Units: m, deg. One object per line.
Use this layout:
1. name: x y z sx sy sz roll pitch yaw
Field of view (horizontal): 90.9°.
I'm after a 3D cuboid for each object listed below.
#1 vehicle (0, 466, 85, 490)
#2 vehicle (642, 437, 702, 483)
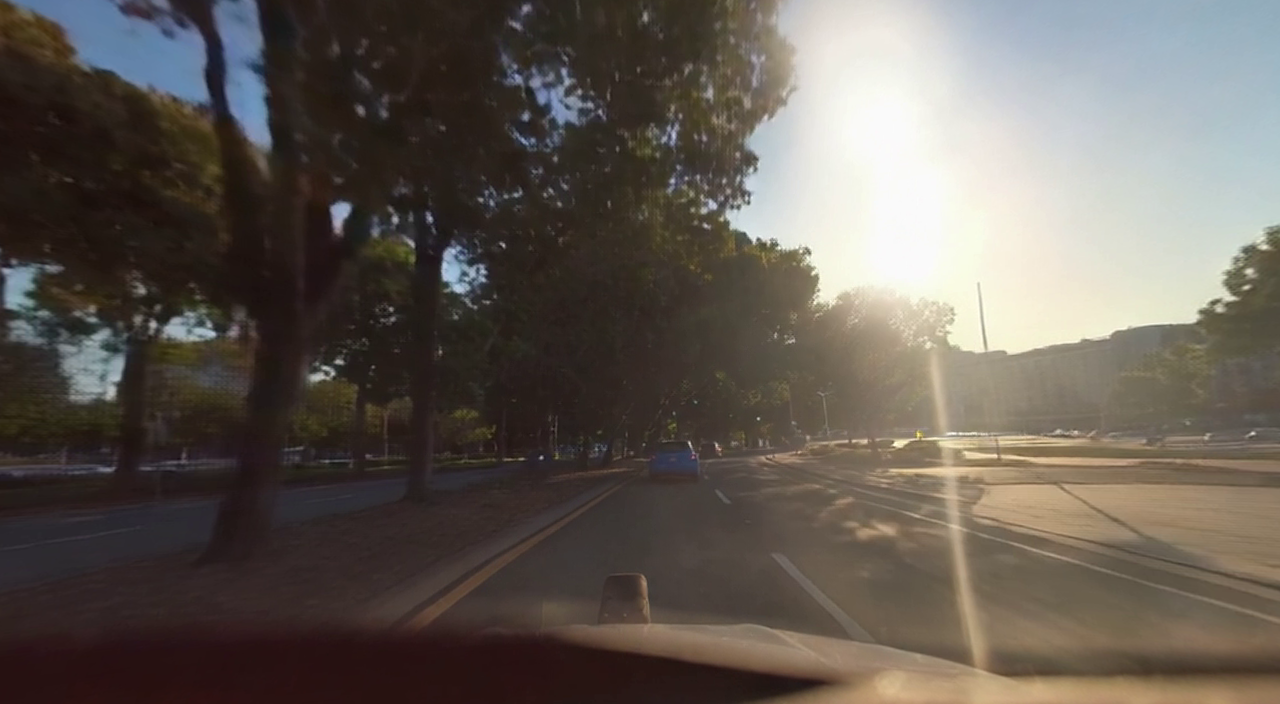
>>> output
1. vehicle: -38.576 8.064 40.409 4.365 1.430 1.898 -1 -8 4
2. vehicle: 1.201 3.925 23.251 2.010 1.535 3.735 -1 -8 4
